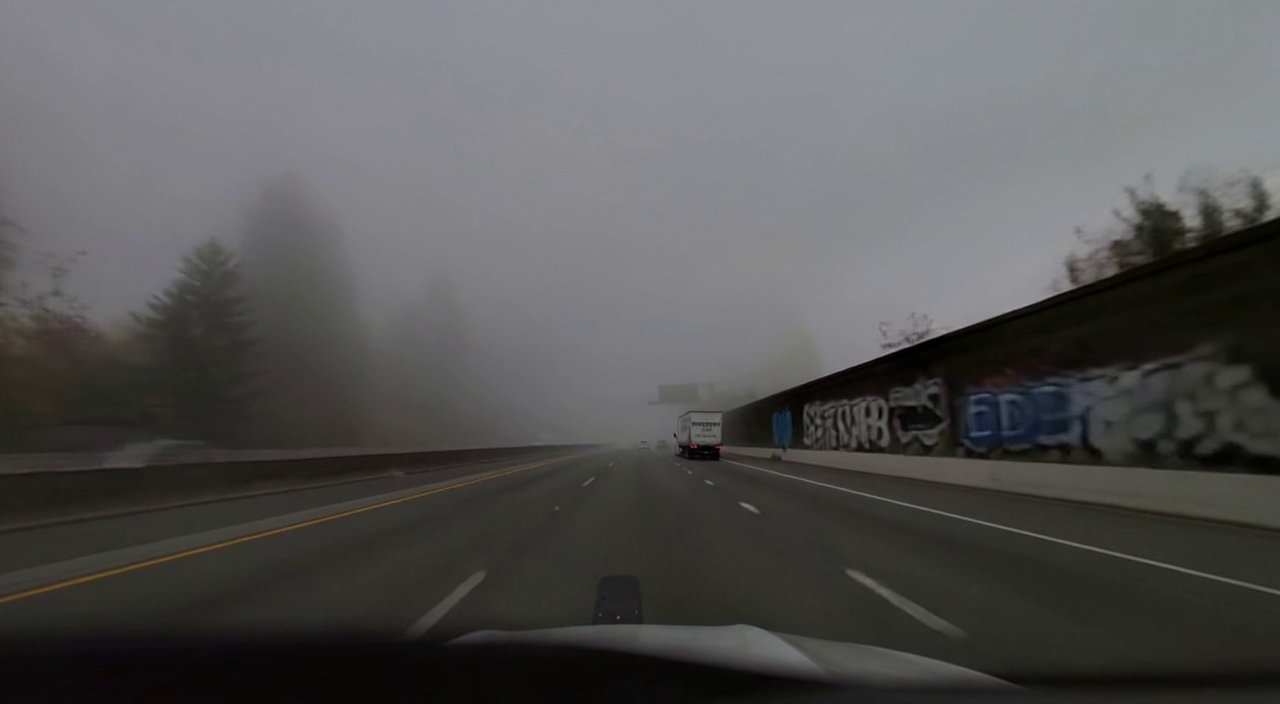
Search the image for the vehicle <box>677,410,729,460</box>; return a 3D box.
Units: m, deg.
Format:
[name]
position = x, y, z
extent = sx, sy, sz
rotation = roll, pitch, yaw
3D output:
[vehicle]
position = 4.700, 6.516, 49.105
extent = 2.949, 3.470, 10.539
rotation = -1, -8, 0
